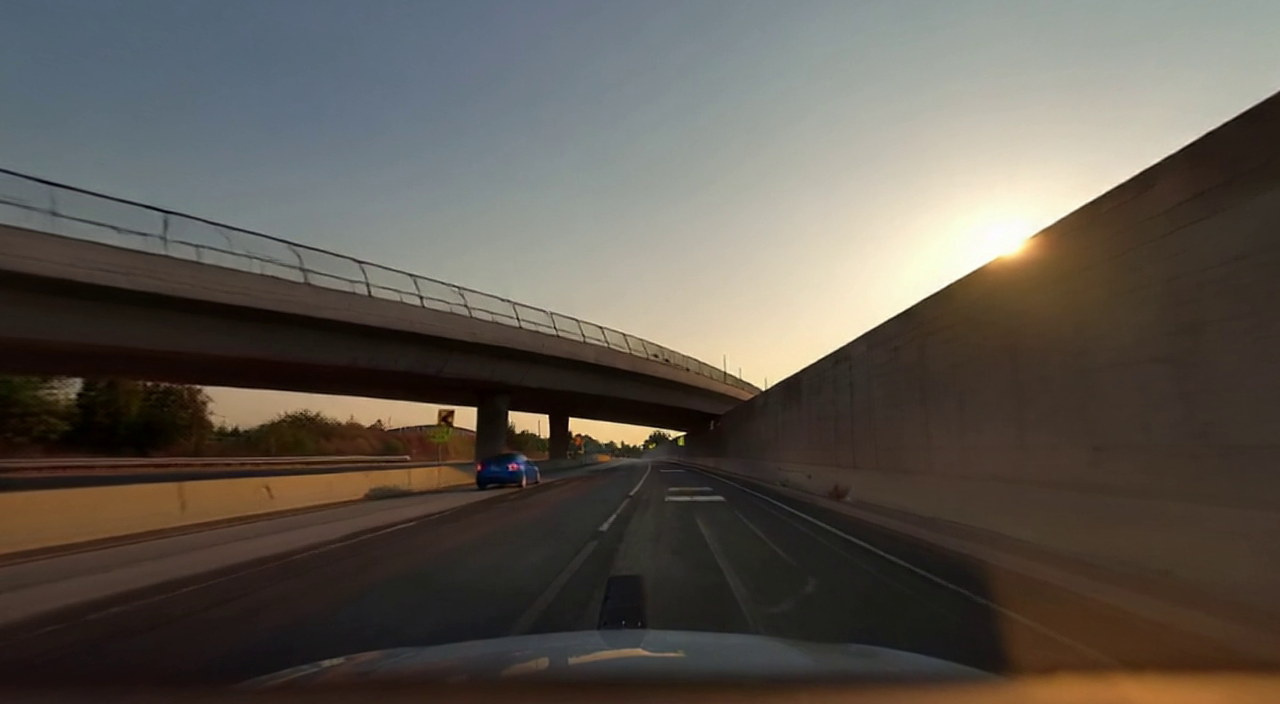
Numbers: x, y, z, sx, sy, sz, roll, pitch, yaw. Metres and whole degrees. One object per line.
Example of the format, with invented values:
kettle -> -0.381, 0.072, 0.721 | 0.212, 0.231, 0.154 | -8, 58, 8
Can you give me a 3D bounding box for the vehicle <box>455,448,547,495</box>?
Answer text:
vehicle -> -5.119, 4.450, 23.935 | 2.172, 1.587, 4.518 | -1, -9, 4
